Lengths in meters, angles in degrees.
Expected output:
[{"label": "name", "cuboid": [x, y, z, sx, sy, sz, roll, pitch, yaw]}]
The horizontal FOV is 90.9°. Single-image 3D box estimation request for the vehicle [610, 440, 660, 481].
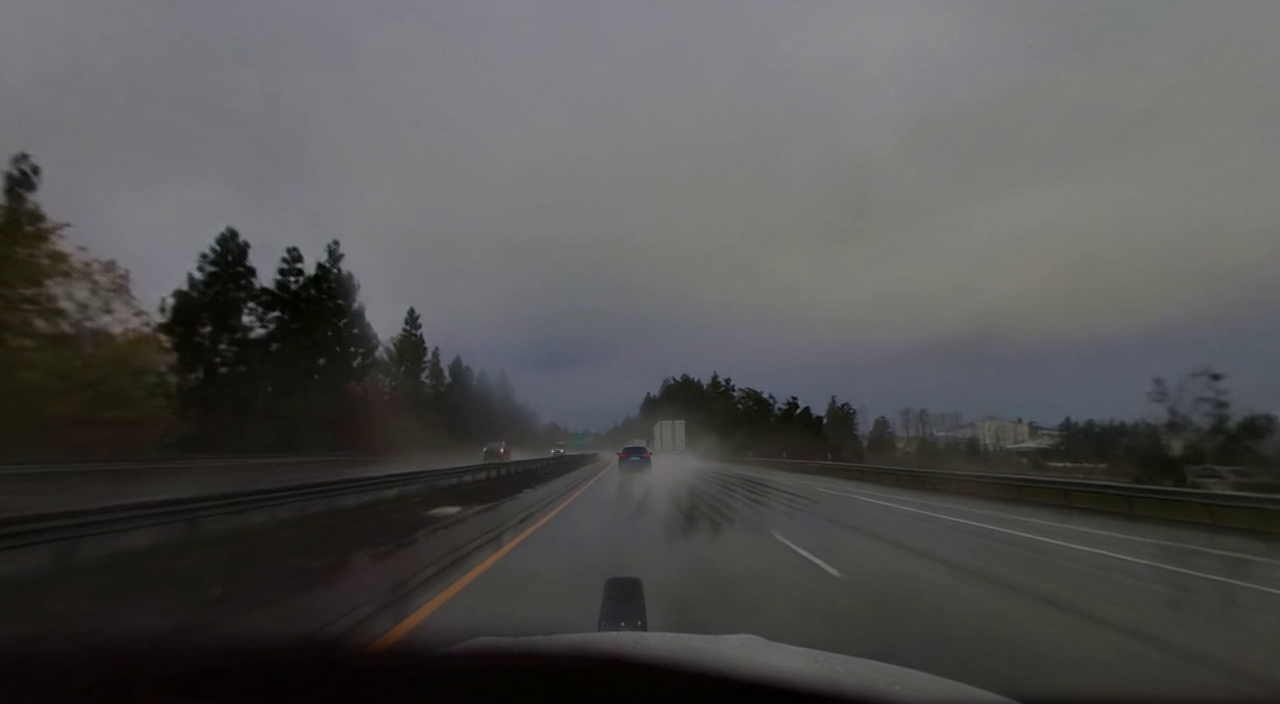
[{"label": "vehicle", "cuboid": [-0.245, 5.014, 29.327, 2.190, 1.706, 4.062, 0, -9, -1]}]
